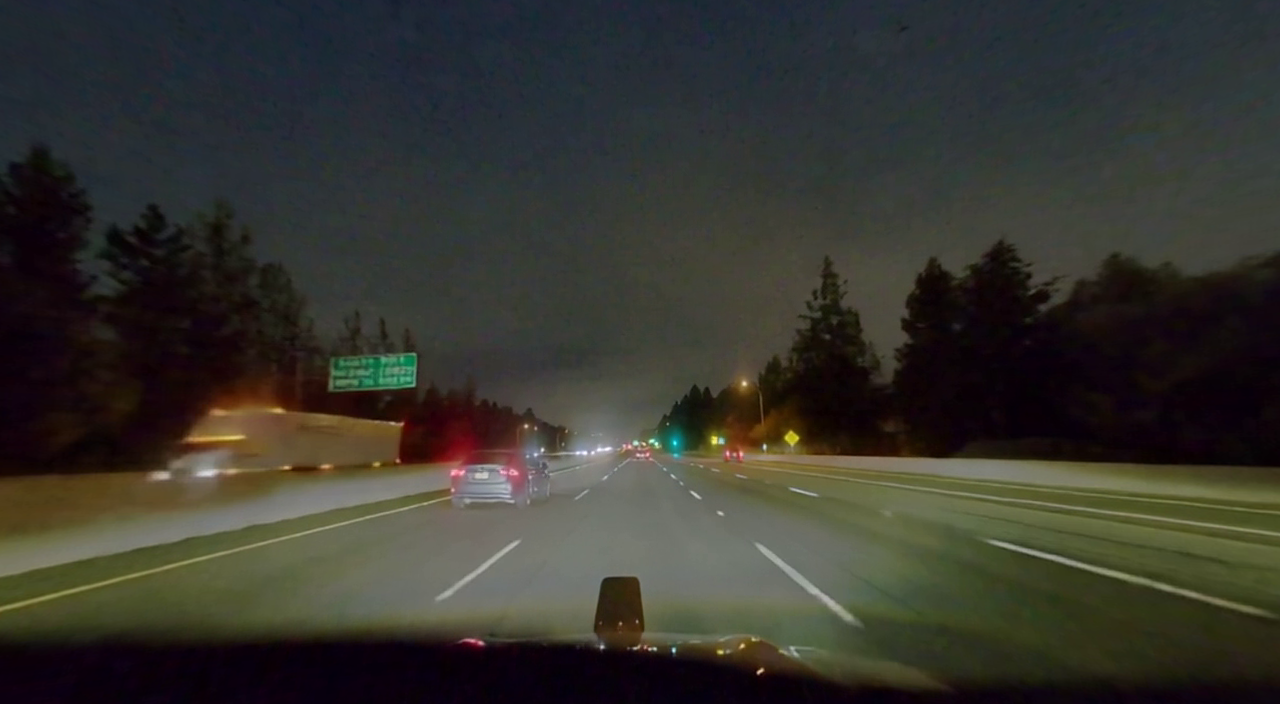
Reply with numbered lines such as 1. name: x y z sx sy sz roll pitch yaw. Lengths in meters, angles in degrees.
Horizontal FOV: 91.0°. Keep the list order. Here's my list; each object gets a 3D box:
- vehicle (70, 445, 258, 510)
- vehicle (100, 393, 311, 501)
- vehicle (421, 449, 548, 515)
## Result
1. vehicle: -14.267 3.762 19.340 2.037 1.722 4.639 0 -9 1
2. vehicle: -18.490 4.221 27.904 3.039 3.989 8.730 0 -9 -1
3. vehicle: -3.904 3.353 16.789 2.162 1.493 4.583 0 -9 1
